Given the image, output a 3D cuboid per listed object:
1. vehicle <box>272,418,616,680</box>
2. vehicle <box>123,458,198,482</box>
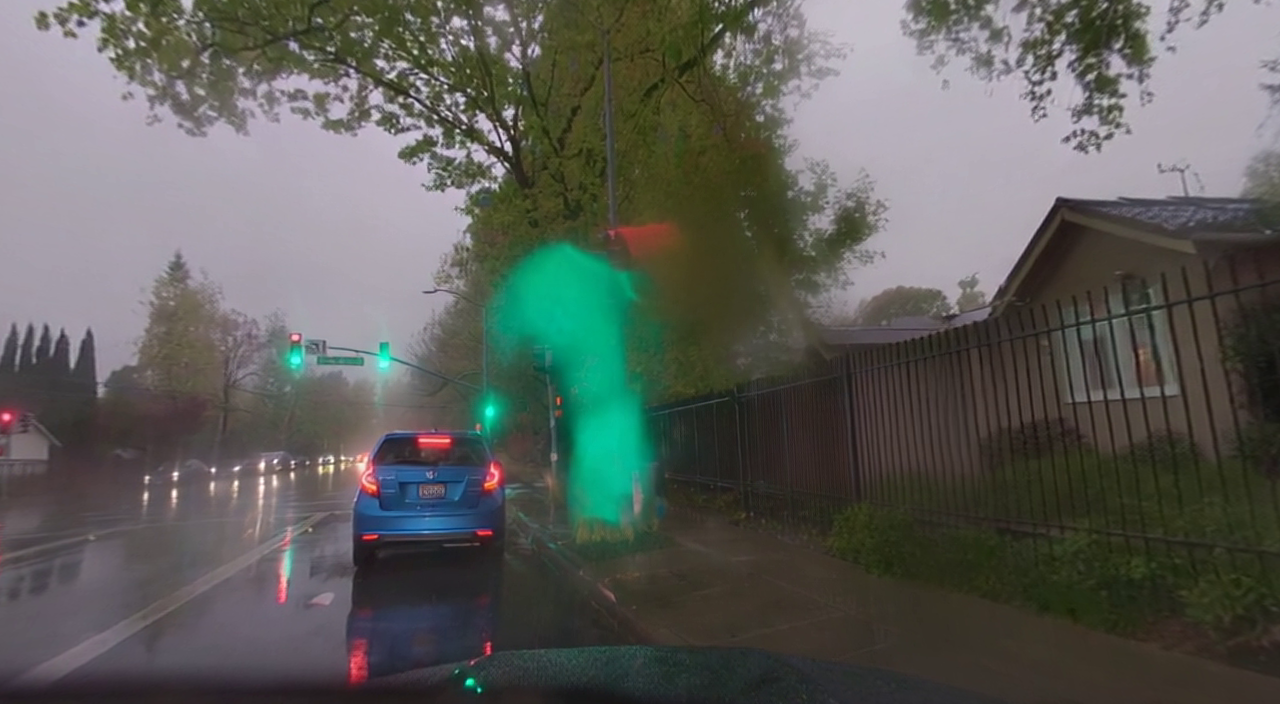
[{"bbox_3d":[-1.641,1.447,5.777,2.024,1.502,3.702,2,-9,-15],"label":"vehicle"},{"bbox_3d":[-36.131,8.910,47.677,3.959,1.680,1.785,1,-9,-10],"label":"vehicle"}]
